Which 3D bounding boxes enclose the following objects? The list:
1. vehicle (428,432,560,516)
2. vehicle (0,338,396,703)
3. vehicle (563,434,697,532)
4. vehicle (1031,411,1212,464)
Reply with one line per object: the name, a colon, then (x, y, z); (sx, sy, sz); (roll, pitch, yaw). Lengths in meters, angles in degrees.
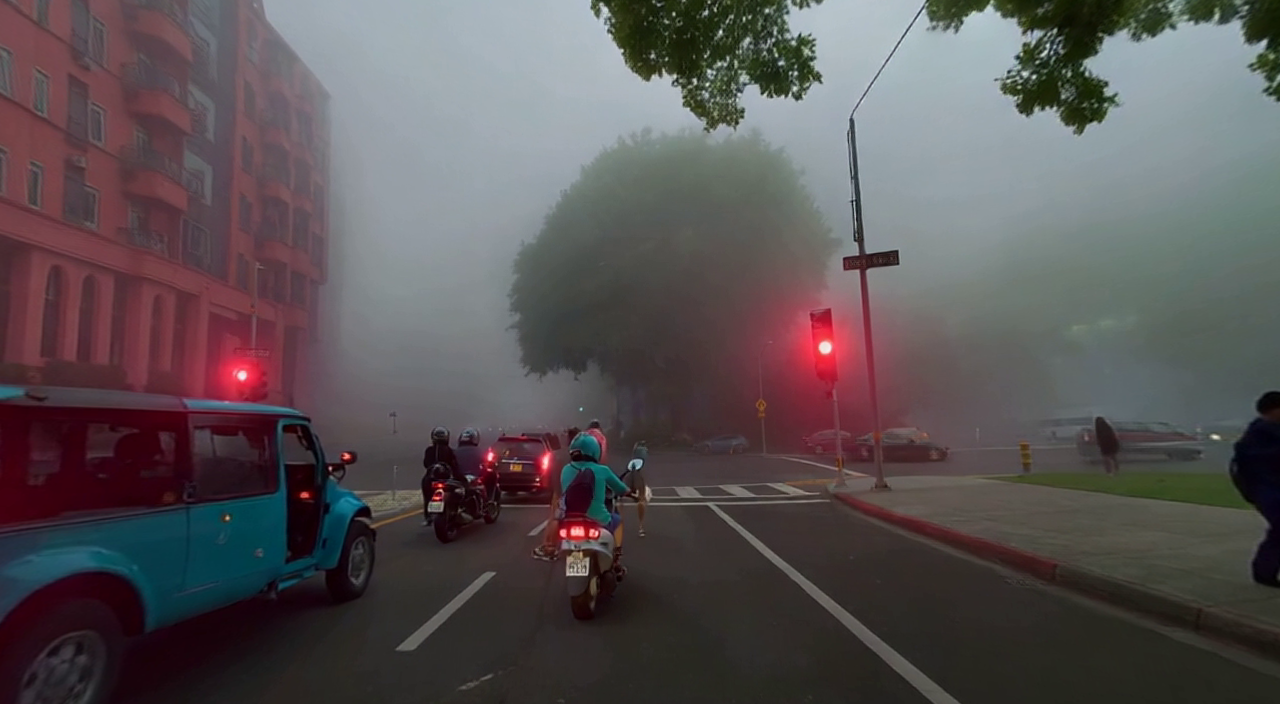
vehicle: (-3.126, 2.703, 14.431); (1.935, 1.615, 4.073); (-1, -9, 2)
vehicle: (-3.598, 1.098, 4.137); (2.000, 1.809, 4.855); (0, -9, 0)
vehicle: (-0.120, 2.295, 11.615); (2.025, 1.458, 4.085); (-1, -9, 1)
vehicle: (18.352, 3.347, 24.342); (5.226, 1.840, 2.016); (-7, -11, 37)
